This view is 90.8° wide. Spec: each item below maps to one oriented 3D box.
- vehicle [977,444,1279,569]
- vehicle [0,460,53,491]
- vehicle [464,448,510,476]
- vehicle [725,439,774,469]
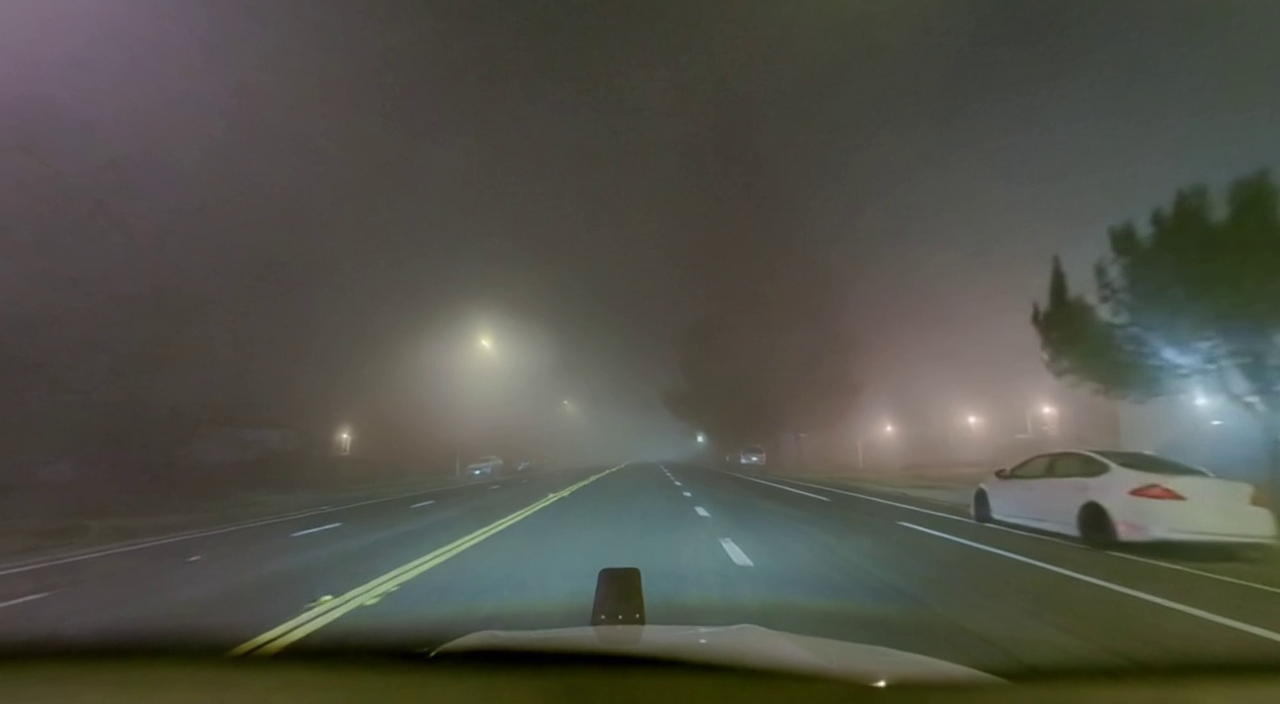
[{"bbox_3d":[7.138,2.110,9.488,1.854,1.425,4.316,-1,-8,1],"label":"vehicle"},{"bbox_3d":[-32.967,6.361,32.541,1.736,1.437,3.766,0,-8,1],"label":"vehicle"},{"bbox_3d":[-10.621,7.637,44.028,1.996,1.781,4.139,-3,-9,2],"label":"vehicle"},{"bbox_3d":[7.552,7.094,44.274,2.224,1.956,6.057,0,-8,-1],"label":"vehicle"}]
